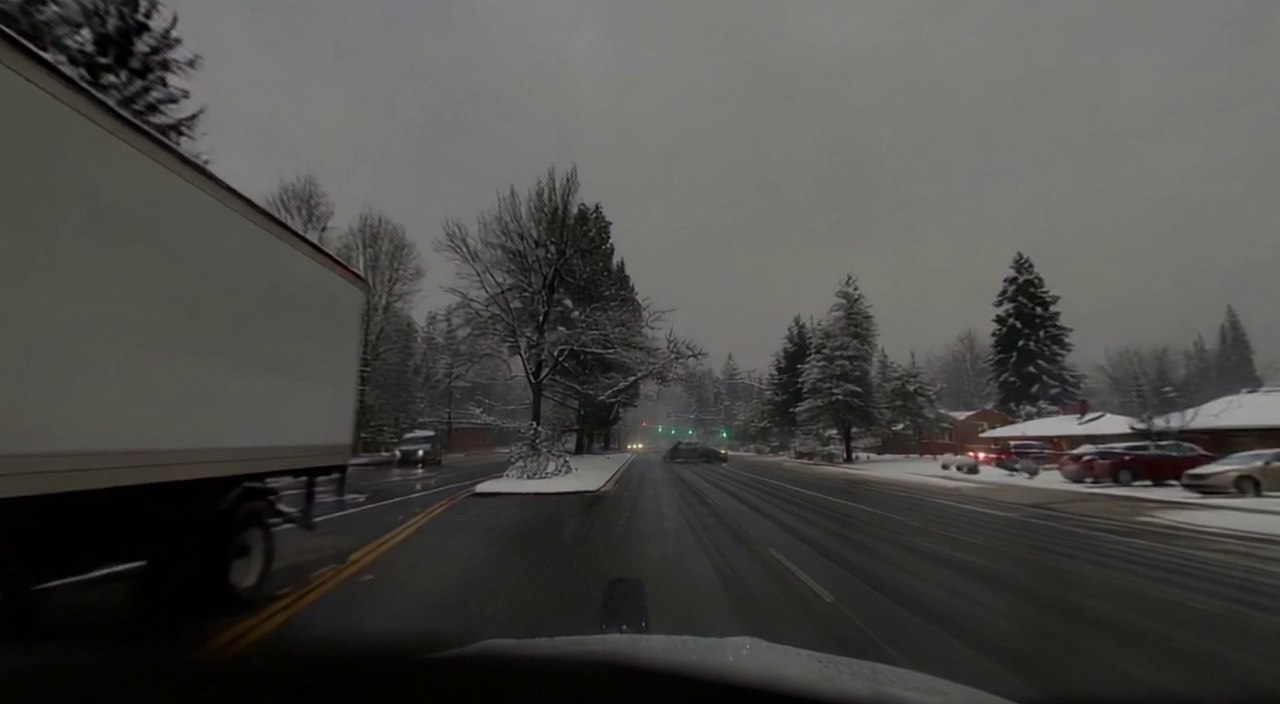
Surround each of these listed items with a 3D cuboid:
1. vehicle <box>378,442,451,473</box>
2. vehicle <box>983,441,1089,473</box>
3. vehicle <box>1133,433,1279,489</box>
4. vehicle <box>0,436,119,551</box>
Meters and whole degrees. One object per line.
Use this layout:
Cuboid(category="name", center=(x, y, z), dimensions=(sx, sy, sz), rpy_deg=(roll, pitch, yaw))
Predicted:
Cuboid(category="vehicle", center=(-11.304, 5.302, 31.936), dimensions=(1.917, 1.473, 4.757), rpy_deg=(0, -8, 0))
Cuboid(category="vehicle", center=(23.885, 6.326, 38.099), dimensions=(4.917, 1.814, 2.322), rpy_deg=(1, -9, -7))
Cuboid(category="vehicle", center=(22.013, 4.035, 23.412), dimensions=(5.332, 1.879, 2.187), rpy_deg=(1, -8, 7))
Cuboid(category="vehicle", center=(-9.226, 1.781, 7.761), dimensions=(1.872, 1.476, 4.423), rpy_deg=(0, -8, -1))
